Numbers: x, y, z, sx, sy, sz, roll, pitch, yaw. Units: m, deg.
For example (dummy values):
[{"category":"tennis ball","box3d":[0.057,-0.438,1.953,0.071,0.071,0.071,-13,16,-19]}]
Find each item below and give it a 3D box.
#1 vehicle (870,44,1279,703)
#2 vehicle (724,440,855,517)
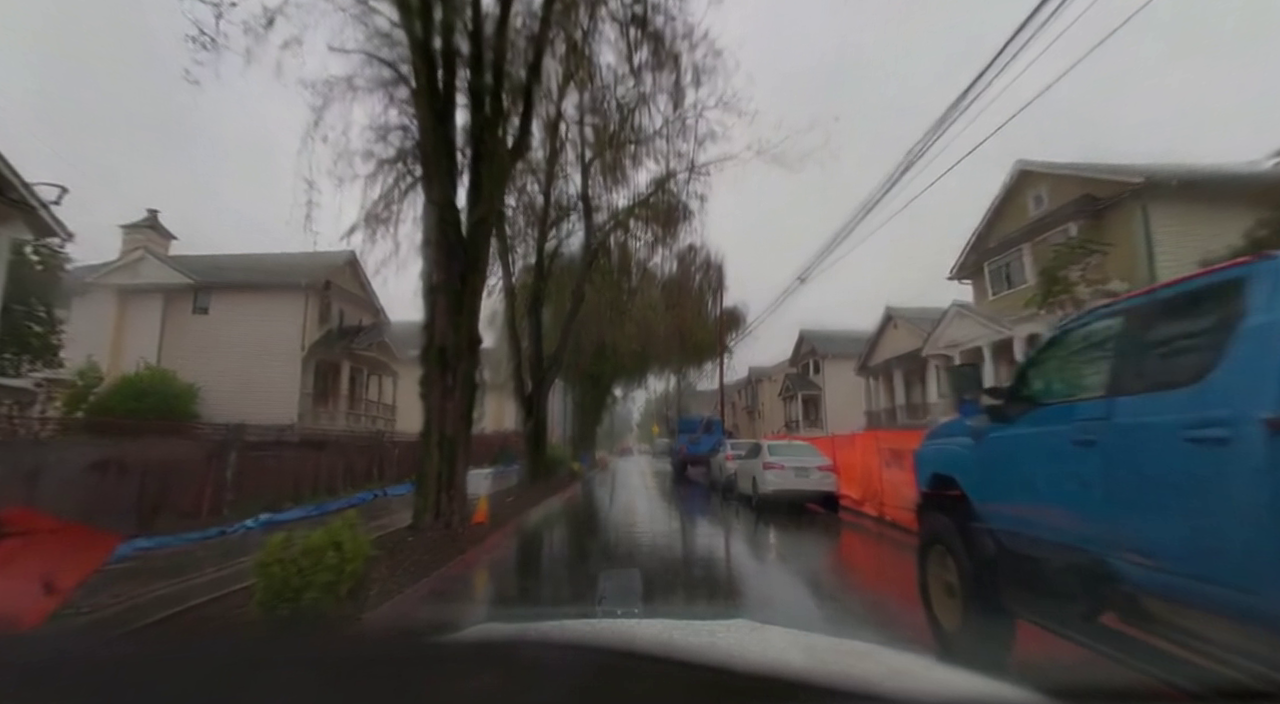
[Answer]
[{"category":"vehicle","box3d":[3.201,0.404,2.056,2.483,2.644,5.972,0,-8,-1]},{"category":"vehicle","box3d":[3.143,2.720,14.163,1.805,1.436,4.201,0,-8,-1]}]
